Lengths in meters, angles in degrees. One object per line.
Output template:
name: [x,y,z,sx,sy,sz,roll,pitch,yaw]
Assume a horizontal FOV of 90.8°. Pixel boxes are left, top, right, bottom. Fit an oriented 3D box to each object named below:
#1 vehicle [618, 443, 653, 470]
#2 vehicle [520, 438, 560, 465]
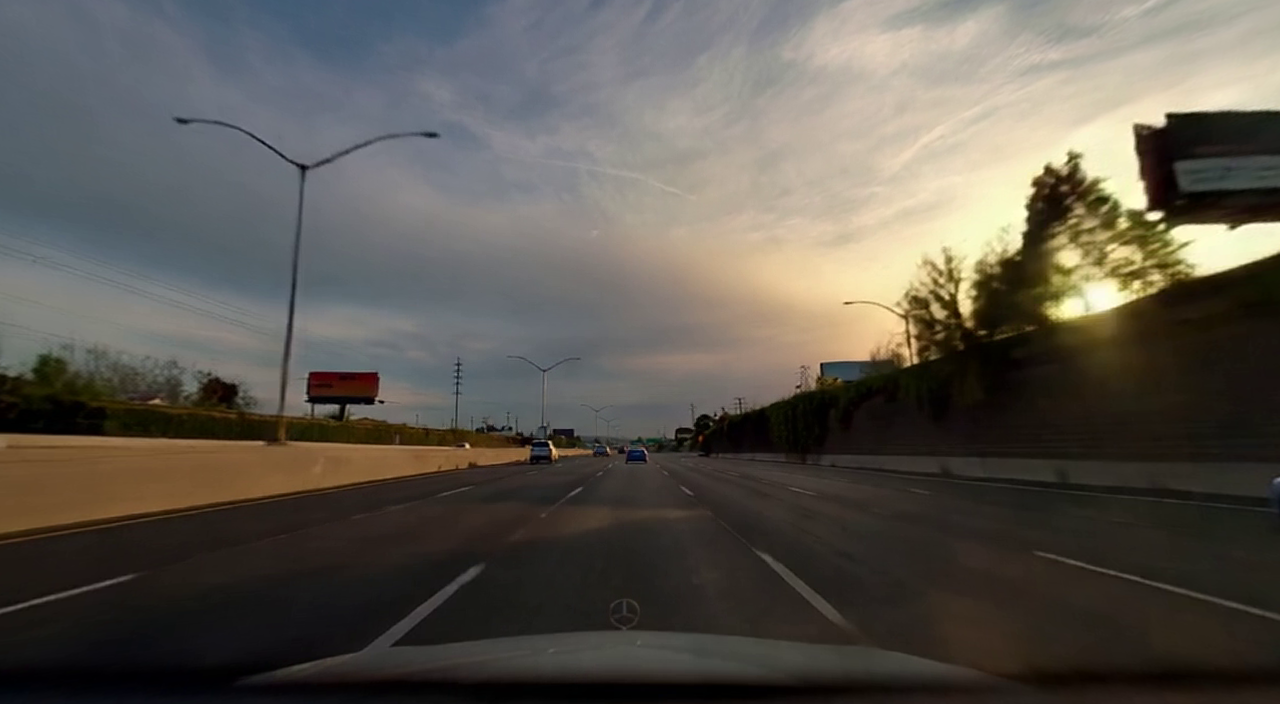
vehicle: [-0.289,6.474,39.227,2.074,1.574,3.971,0,-8,-1]
vehicle: [-7.445,7.465,47.431,2.177,1.929,4.706,0,-8,1]
